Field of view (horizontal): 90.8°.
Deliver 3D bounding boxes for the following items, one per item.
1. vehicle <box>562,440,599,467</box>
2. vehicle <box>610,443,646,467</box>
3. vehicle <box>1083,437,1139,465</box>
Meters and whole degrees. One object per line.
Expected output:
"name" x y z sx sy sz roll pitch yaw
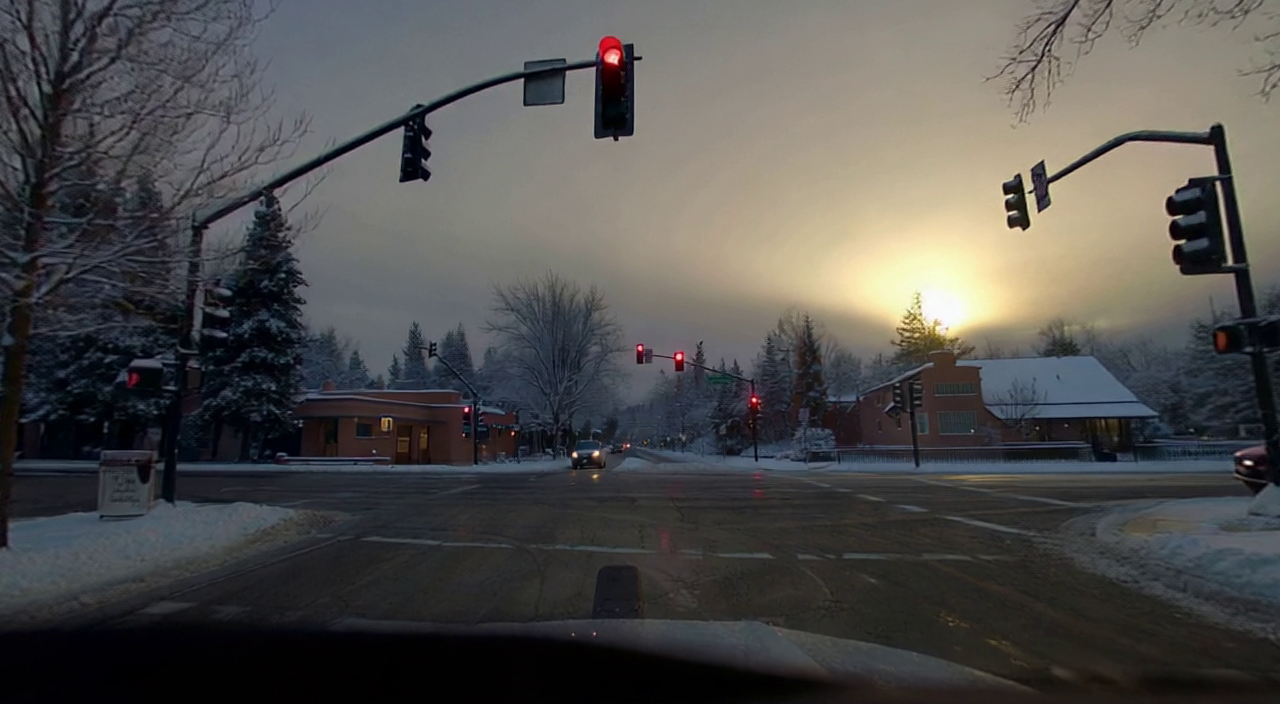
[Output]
"vehicle" -4.105 7.108 44.318 2.251 1.756 4.610 0 -9 -2
"vehicle" -0.843 6.827 41.990 2.056 1.492 3.937 1 -9 -6
"vehicle" 26.979 5.658 36.139 2.092 1.474 4.046 -8 -11 41
